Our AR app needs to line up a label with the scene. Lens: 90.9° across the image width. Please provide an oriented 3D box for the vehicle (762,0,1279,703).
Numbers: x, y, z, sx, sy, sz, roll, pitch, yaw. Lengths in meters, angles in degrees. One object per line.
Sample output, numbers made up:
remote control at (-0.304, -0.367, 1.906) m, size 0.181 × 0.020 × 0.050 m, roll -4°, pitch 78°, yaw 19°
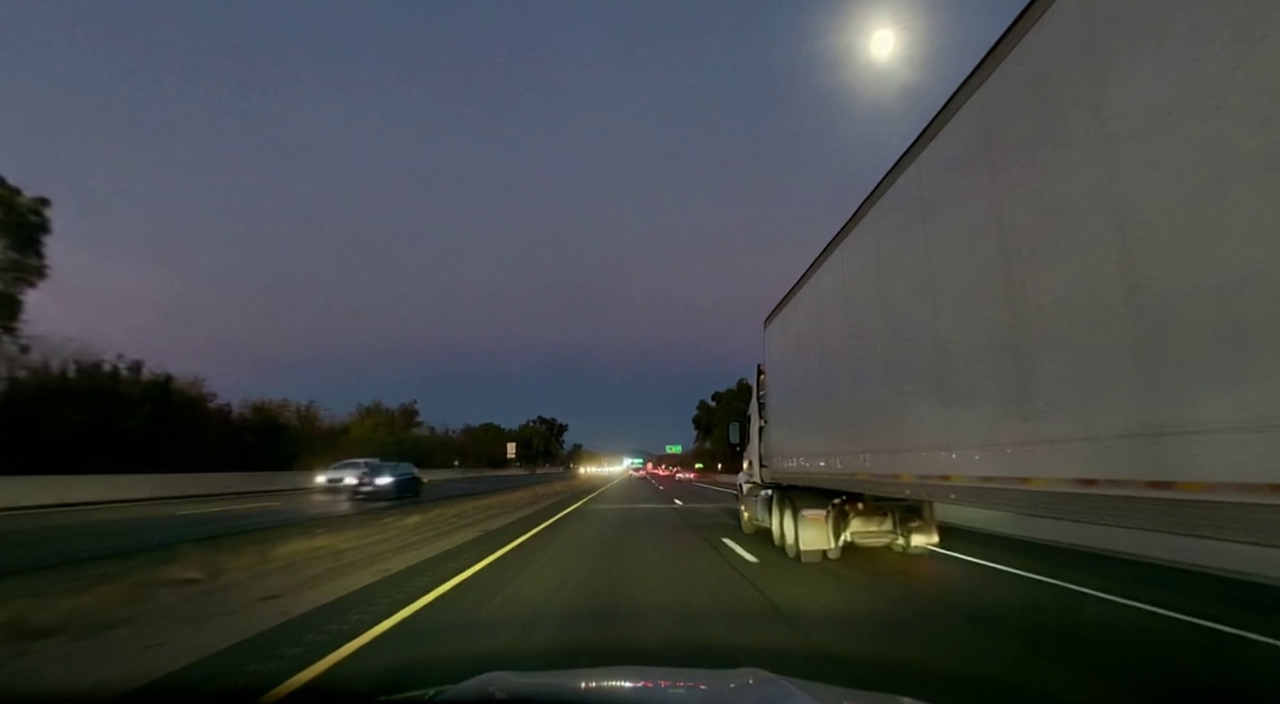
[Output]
vehicle at (3.653, 0.096, 3.997) m, size 2.863 × 4.088 × 14.040 m, roll 1°, pitch -10°, yaw 0°

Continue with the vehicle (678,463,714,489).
vehicle at (3.906, 8.752, 44.580) m, size 2.018 × 1.674 × 4.029 m, roll 1°, pitch -10°, yaw -2°

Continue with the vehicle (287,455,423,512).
vehicle at (-9.200, 4.290, 20.869) m, size 2.342 × 1.619 × 4.480 m, roll 1°, pitch -10°, yaw 0°
